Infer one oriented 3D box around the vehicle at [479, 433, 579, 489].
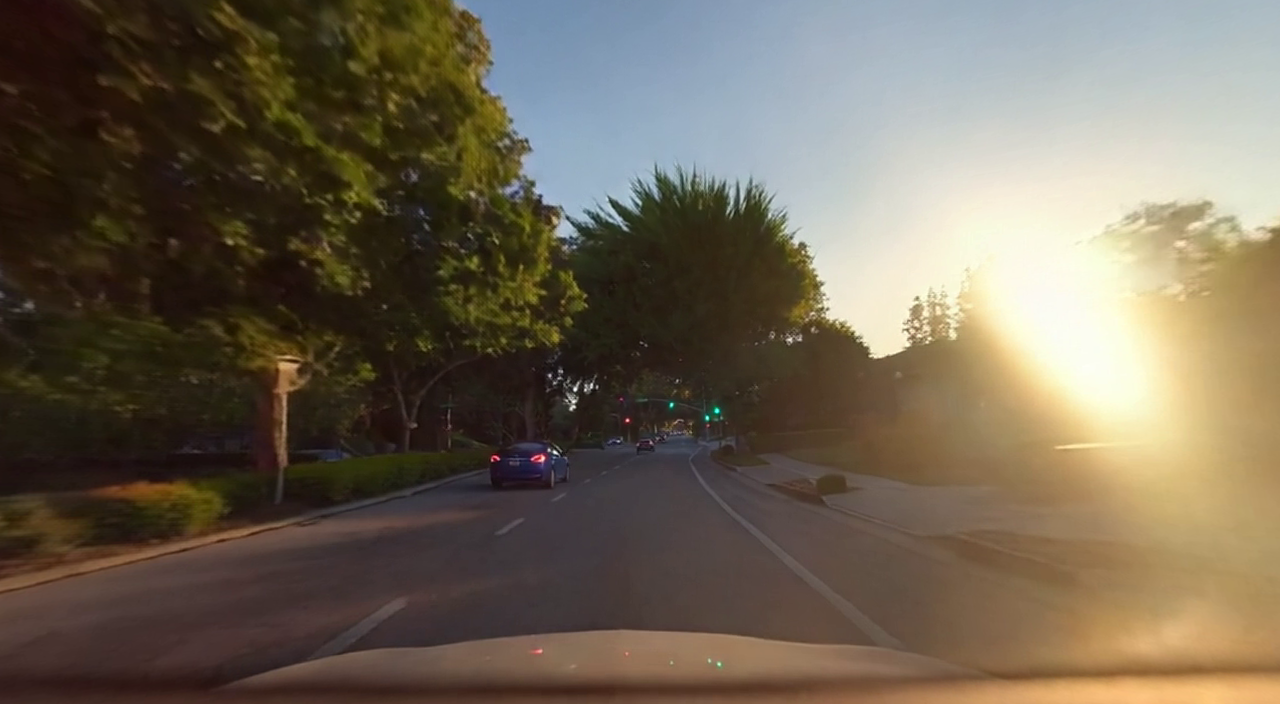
[{"bbox_3d":[-3.238,3.294,19.490,2.038,1.486,4.678,-1,-8,2],"label":"vehicle"}]
